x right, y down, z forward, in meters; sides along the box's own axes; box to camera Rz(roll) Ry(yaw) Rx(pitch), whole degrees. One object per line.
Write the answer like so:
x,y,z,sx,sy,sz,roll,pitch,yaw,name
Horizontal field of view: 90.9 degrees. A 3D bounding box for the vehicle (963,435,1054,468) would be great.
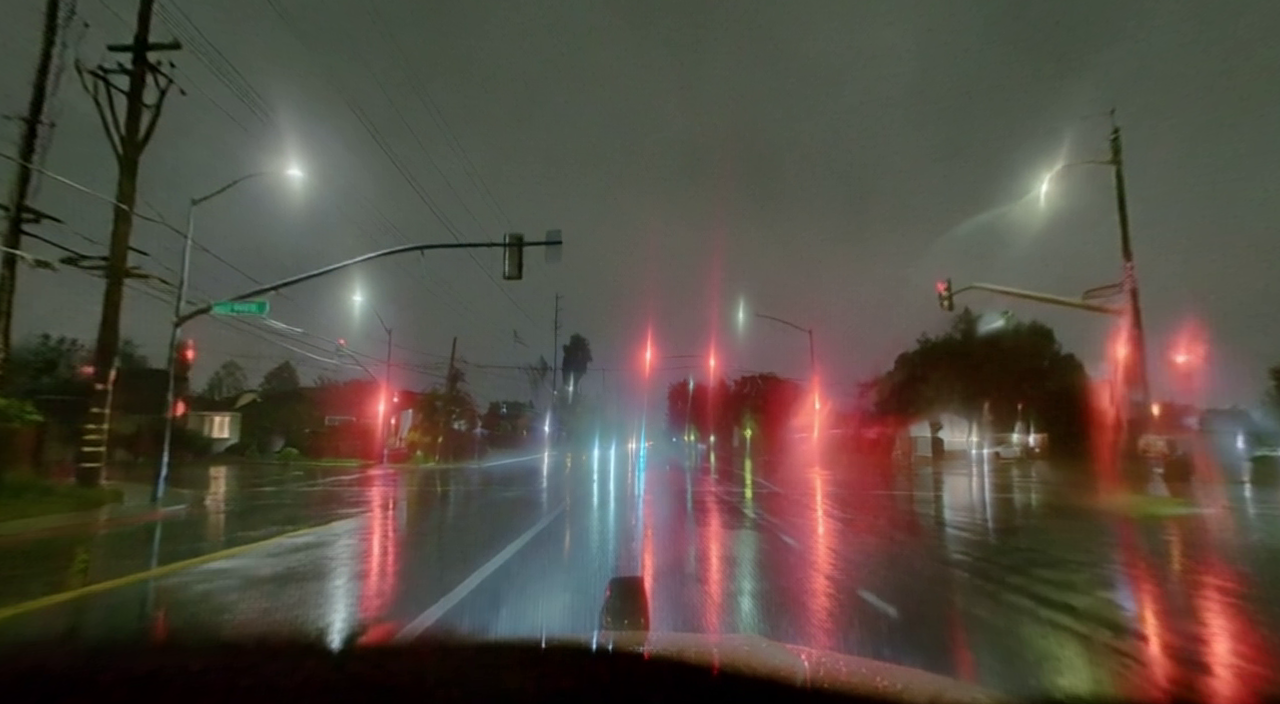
22.954,6.197,39.502,2.030,1.927,4.853,2,-9,-14,vehicle
